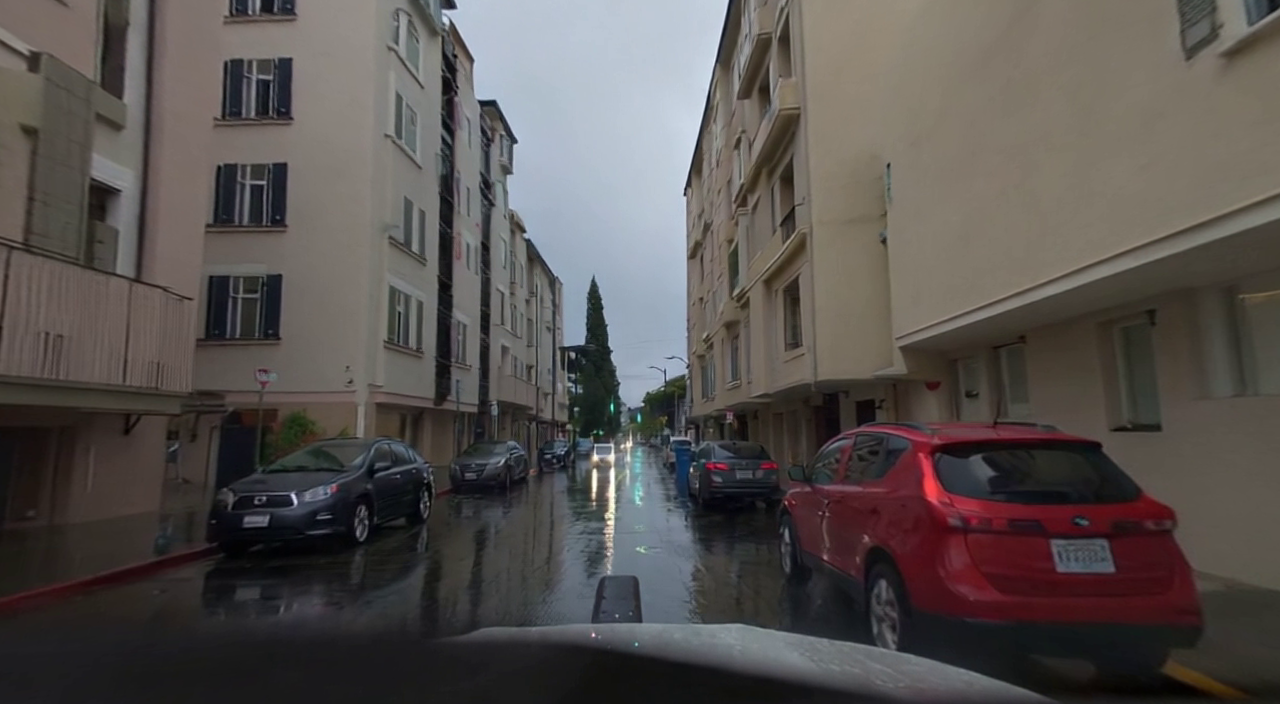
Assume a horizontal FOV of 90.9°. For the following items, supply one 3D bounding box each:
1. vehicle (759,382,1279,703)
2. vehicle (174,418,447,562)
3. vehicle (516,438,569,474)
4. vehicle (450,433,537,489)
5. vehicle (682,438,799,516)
[{"bbox_3d":[2.272,1.243,4.886,1.839,1.678,3.918,0,-8,-1],"label":"vehicle"},{"bbox_3d":[-4.514,1.975,9.608,1.883,1.499,4.426,6,-10,-3],"label":"vehicle"},{"bbox_3d":[-4.726,5.102,31.095,1.872,1.484,3.978,5,-9,1],"label":"vehicle"},{"bbox_3d":[-4.794,3.640,21.242,1.942,1.521,3.761,5,-9,0],"label":"vehicle"},{"bbox_3d":[2.050,2.668,14.144,1.786,1.447,4.314,0,-8,-2],"label":"vehicle"}]
